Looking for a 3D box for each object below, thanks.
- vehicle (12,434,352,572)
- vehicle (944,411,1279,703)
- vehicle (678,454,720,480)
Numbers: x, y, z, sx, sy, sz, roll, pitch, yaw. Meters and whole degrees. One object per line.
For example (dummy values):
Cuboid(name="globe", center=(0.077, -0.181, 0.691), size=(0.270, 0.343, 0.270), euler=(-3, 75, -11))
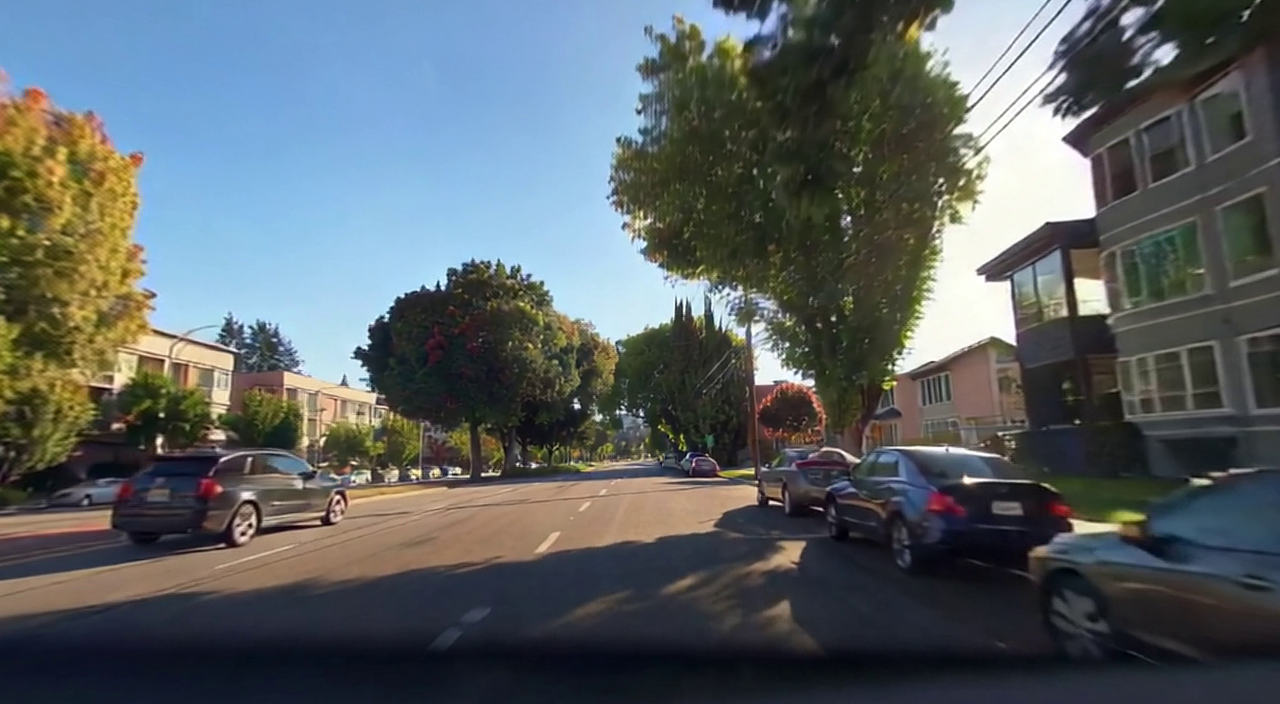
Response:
Cuboid(name="vehicle", center=(-6.699, 2.188, 10.080), size=(2.000, 1.671, 4.497), euler=(0, -8, 0))
Cuboid(name="vehicle", center=(3.357, 0.992, 2.565), size=(2.016, 1.477, 4.620), euler=(-1, -8, 1))
Cuboid(name="vehicle", center=(3.727, 7.351, 40.523), size=(2.259, 1.500, 4.474), euler=(0, -8, 0))
